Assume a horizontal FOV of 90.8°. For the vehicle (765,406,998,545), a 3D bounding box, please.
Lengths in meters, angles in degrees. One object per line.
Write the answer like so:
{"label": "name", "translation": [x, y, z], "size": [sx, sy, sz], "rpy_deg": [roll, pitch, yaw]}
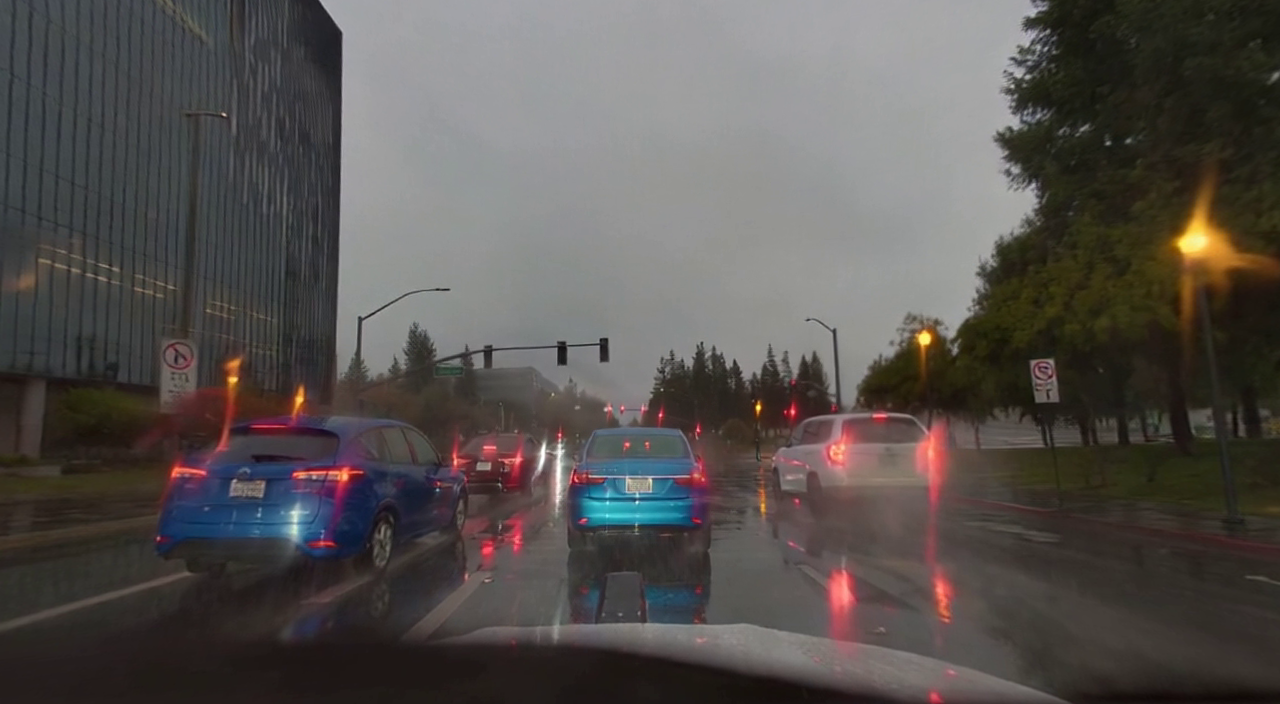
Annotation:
{"label": "vehicle", "translation": [3.661, 1.966, 10.703], "size": [2.026, 1.819, 4.579], "rpy_deg": [0, -8, -1]}

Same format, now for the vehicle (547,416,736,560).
{"label": "vehicle", "translation": [-0.016, 1.898, 9.516], "size": [2.207, 1.659, 4.155], "rpy_deg": [0, -8, -1]}

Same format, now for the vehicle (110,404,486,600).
{"label": "vehicle", "translation": [-3.532, 1.634, 7.769], "size": [2.083, 1.691, 4.398], "rpy_deg": [0, -8, 1]}

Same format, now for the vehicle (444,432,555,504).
{"label": "vehicle", "translation": [-3.625, 3.067, 17.183], "size": [2.068, 1.678, 4.199], "rpy_deg": [0, -8, 0]}
